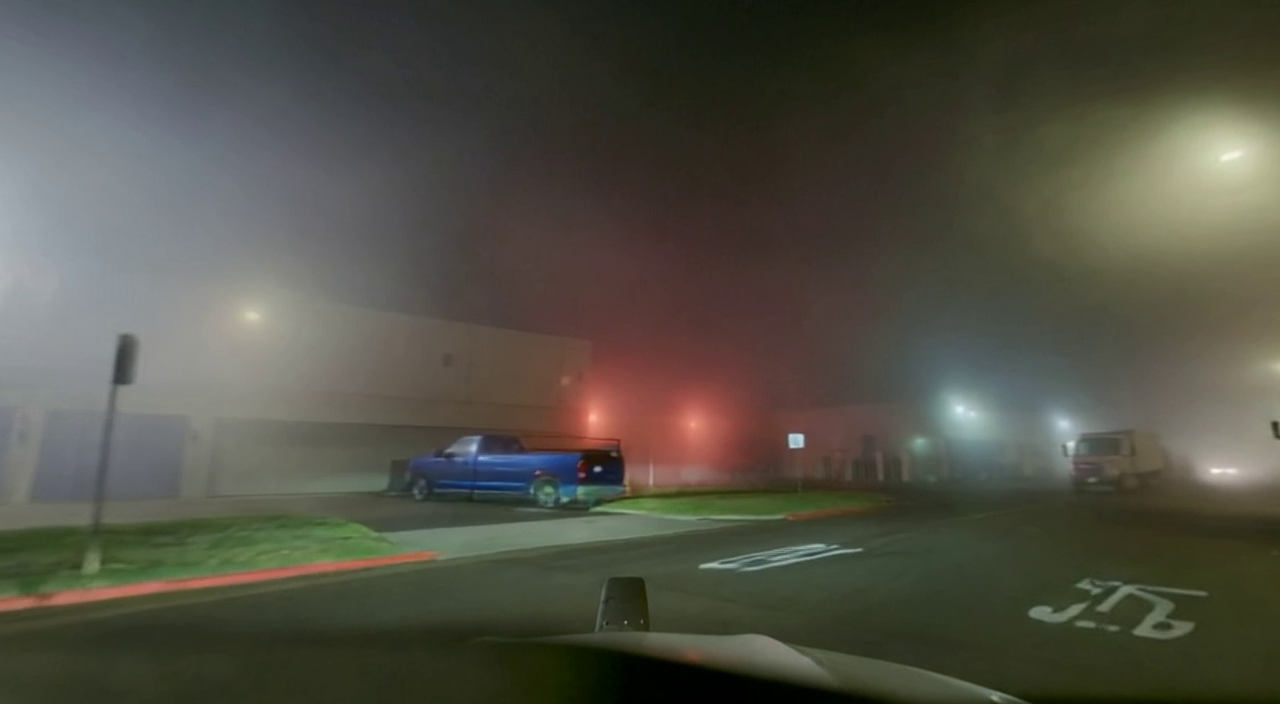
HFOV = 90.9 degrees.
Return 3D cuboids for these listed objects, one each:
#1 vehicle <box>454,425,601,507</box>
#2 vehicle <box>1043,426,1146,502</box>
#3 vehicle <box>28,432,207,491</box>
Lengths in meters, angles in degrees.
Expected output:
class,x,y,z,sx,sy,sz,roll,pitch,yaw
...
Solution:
class,x,y,z,sx,sy,sz,roll,pitch,yaw
vehicle,-4.760,4.571,26.175,6.271,3.004,2.298,-5,-9,37
vehicle,28.172,6.829,38.949,7.722,4.217,3.111,8,-12,-41
vehicle,-20.843,4.372,25.361,1.997,2.103,5.207,-9,-13,44
